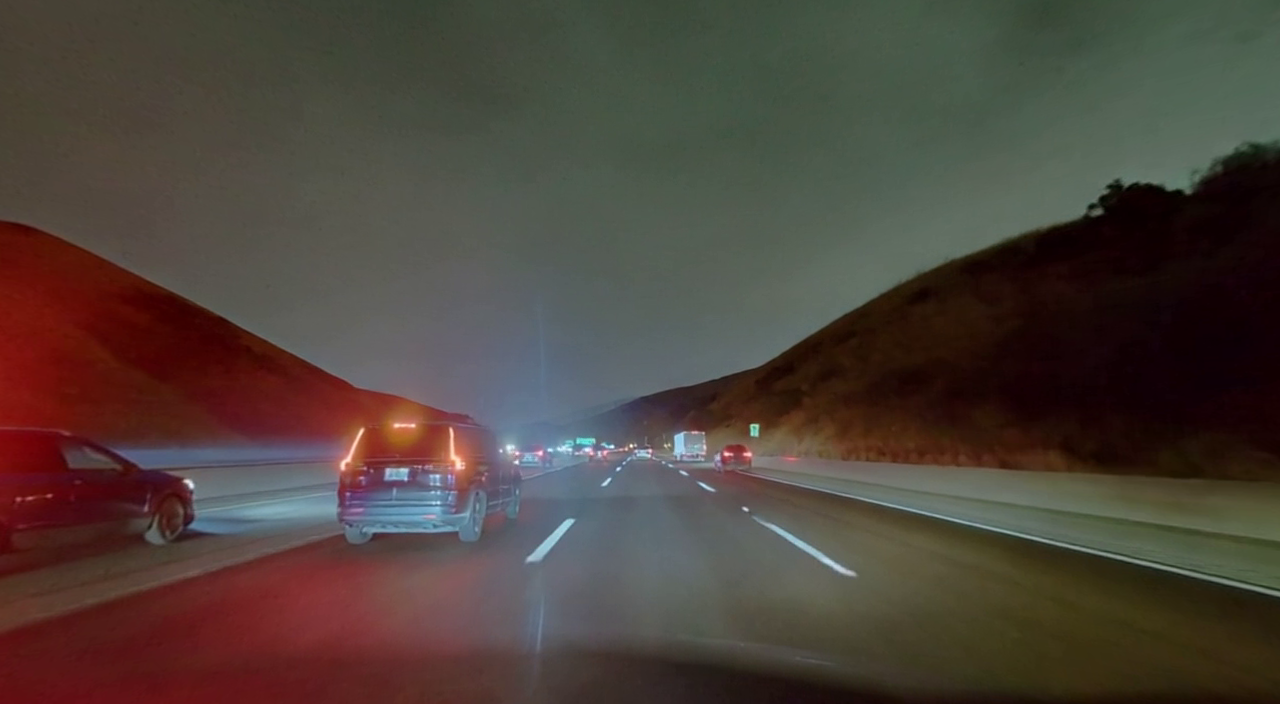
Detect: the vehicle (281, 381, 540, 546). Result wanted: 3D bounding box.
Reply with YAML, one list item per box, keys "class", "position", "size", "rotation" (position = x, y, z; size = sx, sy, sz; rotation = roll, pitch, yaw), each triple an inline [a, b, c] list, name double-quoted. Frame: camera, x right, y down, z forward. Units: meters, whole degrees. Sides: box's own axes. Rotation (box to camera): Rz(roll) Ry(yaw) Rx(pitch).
- class: "vehicle"
  position: [-3.543, 1.937, 11.415]
  size: [2.421, 2.203, 5.775]
  rotation: [0, -9, 1]

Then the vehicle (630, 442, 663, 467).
- class: "vehicle"
  position: [0.415, 6.740, 41.469]
  size: [2.014, 1.543, 3.804]
  rotation: [0, -9, 0]

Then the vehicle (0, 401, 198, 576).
- class: "vehicle"
  position: [-7.390, 1.392, 6.493]
  size: [2.054, 1.715, 4.928]
  rotation: [0, -9, 0]

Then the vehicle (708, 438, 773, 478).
- class: "vehicle"
  position: [4.249, 4.556, 27.258]
  size: [2.051, 1.598, 4.145]
  rotation: [0, -9, -1]

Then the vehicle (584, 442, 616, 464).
- class: "vehicle"
  position: [-3.042, 7.791, 48.489]
  size: [2.138, 1.581, 4.340]
  rotation: [0, -9, 0]
